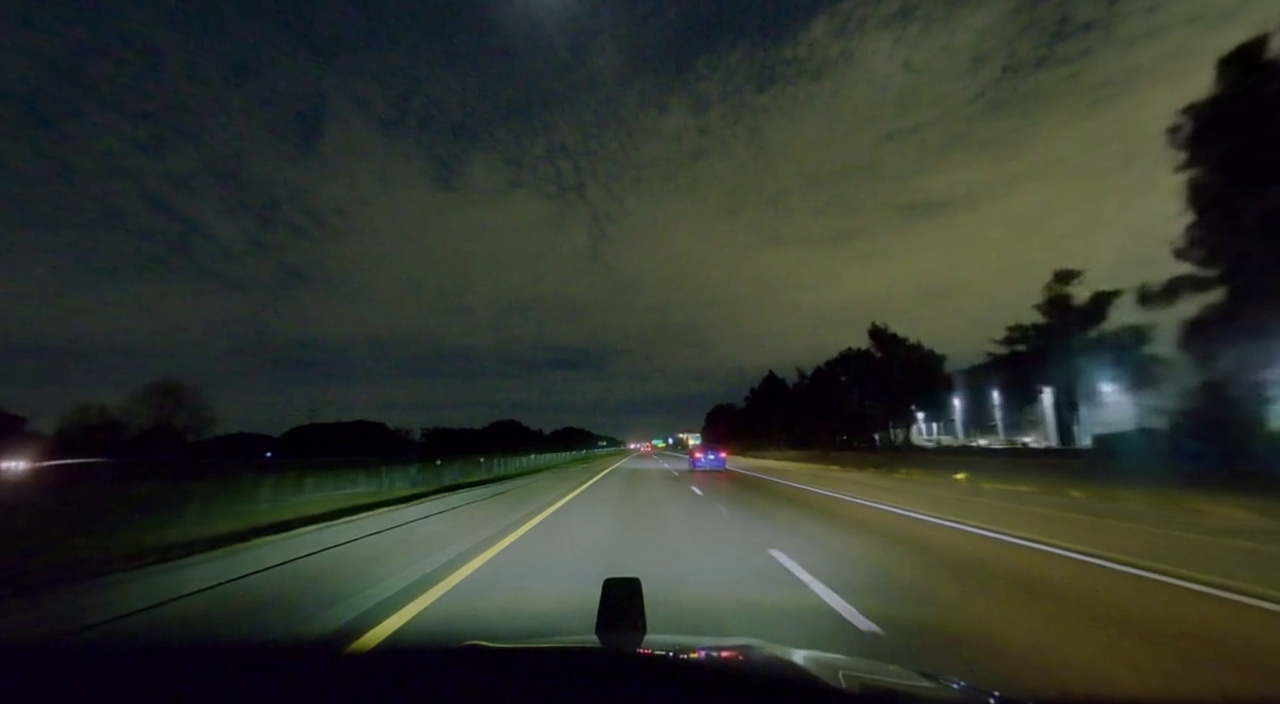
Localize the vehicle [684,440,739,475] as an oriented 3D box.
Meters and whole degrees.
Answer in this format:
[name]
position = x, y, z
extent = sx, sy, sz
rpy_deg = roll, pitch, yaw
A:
[vehicle]
position = 3.359, 5.053, 30.274
extent = 2.079, 1.531, 3.997
rpy_deg = 0, -9, -1
